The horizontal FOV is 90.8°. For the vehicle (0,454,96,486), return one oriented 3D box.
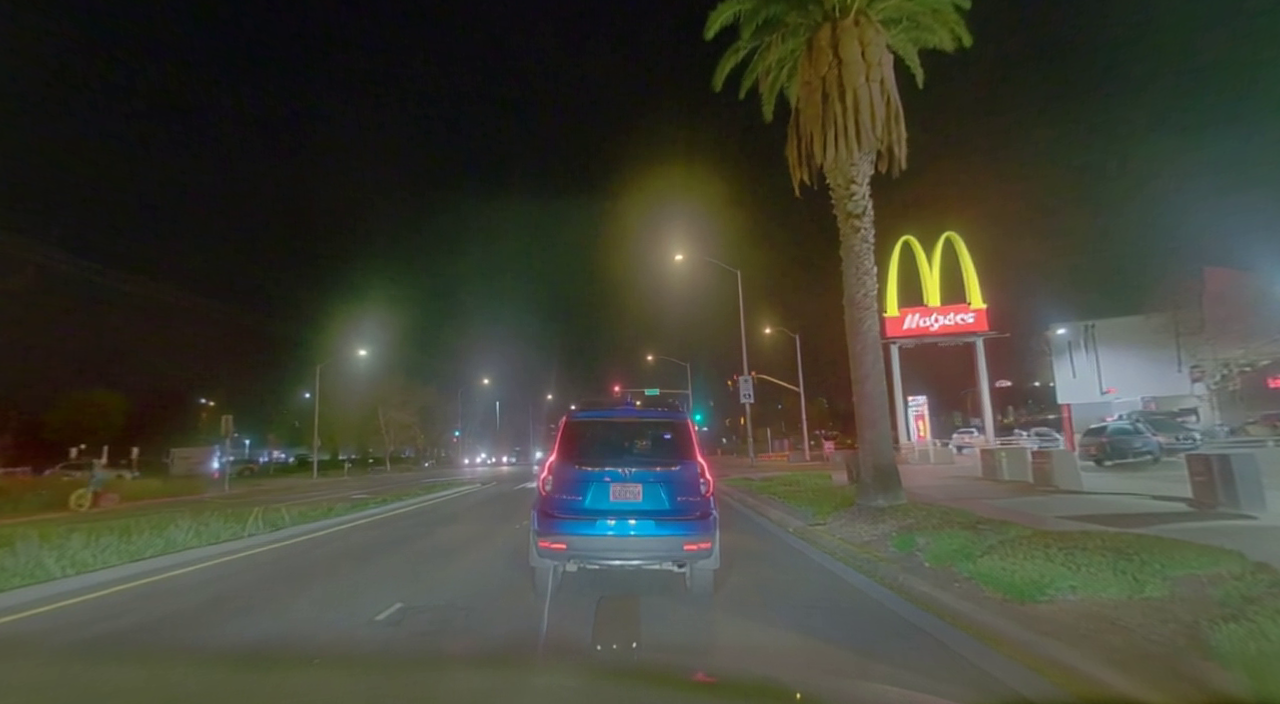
[{"bbox_3d":[-28.431,5.359,28.697,5.154,1.343,1.943,4,-9,-25],"label":"vehicle"}]

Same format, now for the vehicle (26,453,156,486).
[{"bbox_3d":[-27.878,5.959,32.304,4.593,1.528,1.979,5,-10,-29],"label":"vehicle"}]

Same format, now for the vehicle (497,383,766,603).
[{"bbox_3d":[-0.116,1.464,7.278,2.234,1.818,3.869,0,-9,-2],"label":"vehicle"}]

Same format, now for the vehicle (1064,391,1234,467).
[{"bbox_3d":[16.120,2.492,19.892,6.060,2.047,2.490,6,-11,-36],"label":"vehicle"}]
